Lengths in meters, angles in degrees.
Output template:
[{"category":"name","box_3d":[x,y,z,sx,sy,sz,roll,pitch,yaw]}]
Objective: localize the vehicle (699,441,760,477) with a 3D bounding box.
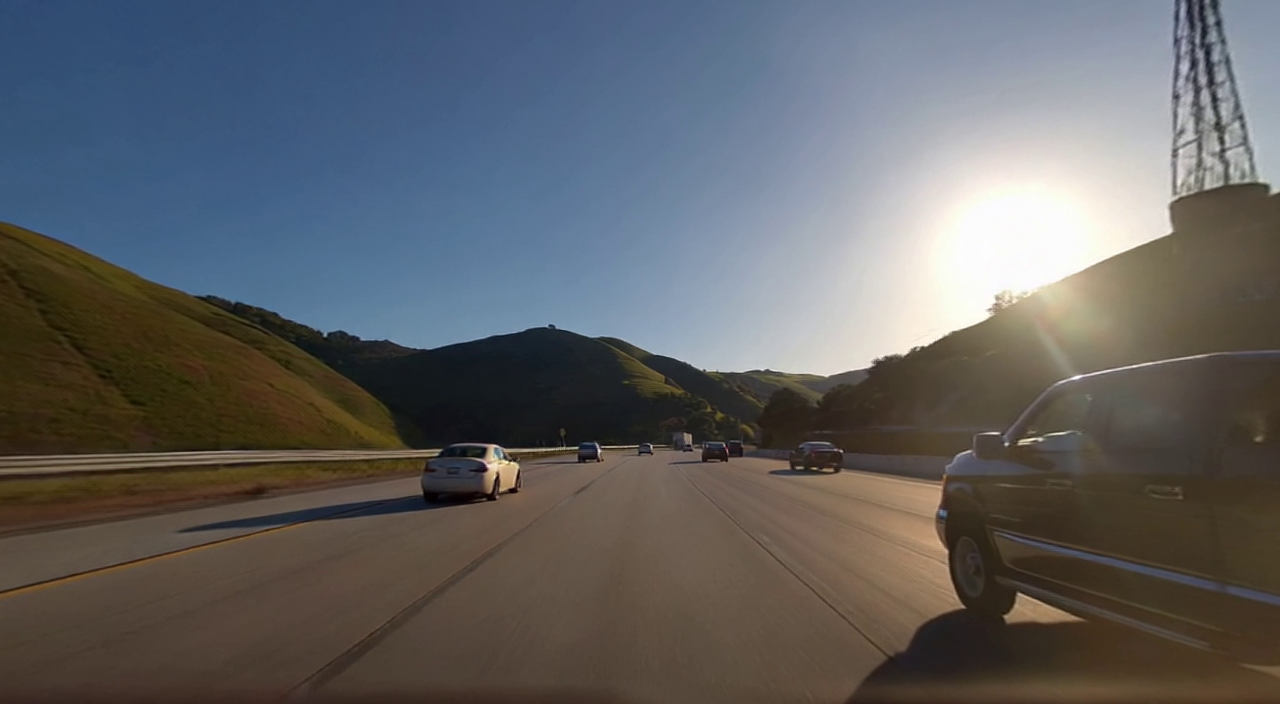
[{"category":"vehicle","box_3d":[3.918,4.744,28.338,2.046,1.471,4.333,0,-8,-1]}]

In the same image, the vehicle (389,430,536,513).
[{"category":"vehicle","box_3d":[-3.961,2.752,15.020,2.113,1.636,4.494,-1,-8,1]}]

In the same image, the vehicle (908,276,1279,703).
[{"category":"vehicle","box_3d":[3.400,0.776,2.872,2.098,1.925,5.171,0,-8,1]}]

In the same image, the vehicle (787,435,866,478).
[{"category":"vehicle","box_3d":[7.757,4.395,26.743,1.986,1.633,4.430,0,-8,0]}]

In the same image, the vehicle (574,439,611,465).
[{"category":"vehicle","box_3d":[-3.183,6.788,42.847,2.021,1.679,4.310,-1,-8,2]}]
